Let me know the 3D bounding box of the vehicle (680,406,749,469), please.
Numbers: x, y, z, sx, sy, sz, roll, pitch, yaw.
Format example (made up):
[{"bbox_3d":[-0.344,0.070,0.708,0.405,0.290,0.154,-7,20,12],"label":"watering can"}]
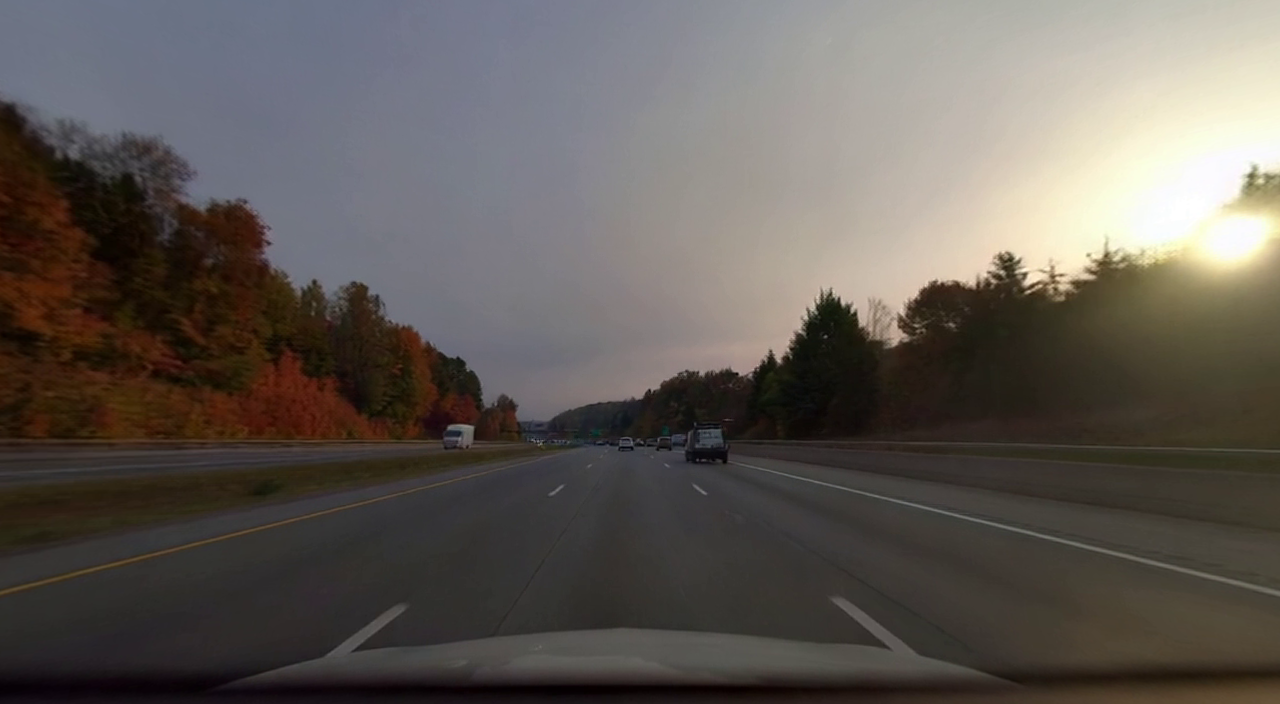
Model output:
[{"bbox_3d":[3.339,4.005,29.523,2.411,2.614,5.781,0,-8,-1],"label":"vehicle"}]
